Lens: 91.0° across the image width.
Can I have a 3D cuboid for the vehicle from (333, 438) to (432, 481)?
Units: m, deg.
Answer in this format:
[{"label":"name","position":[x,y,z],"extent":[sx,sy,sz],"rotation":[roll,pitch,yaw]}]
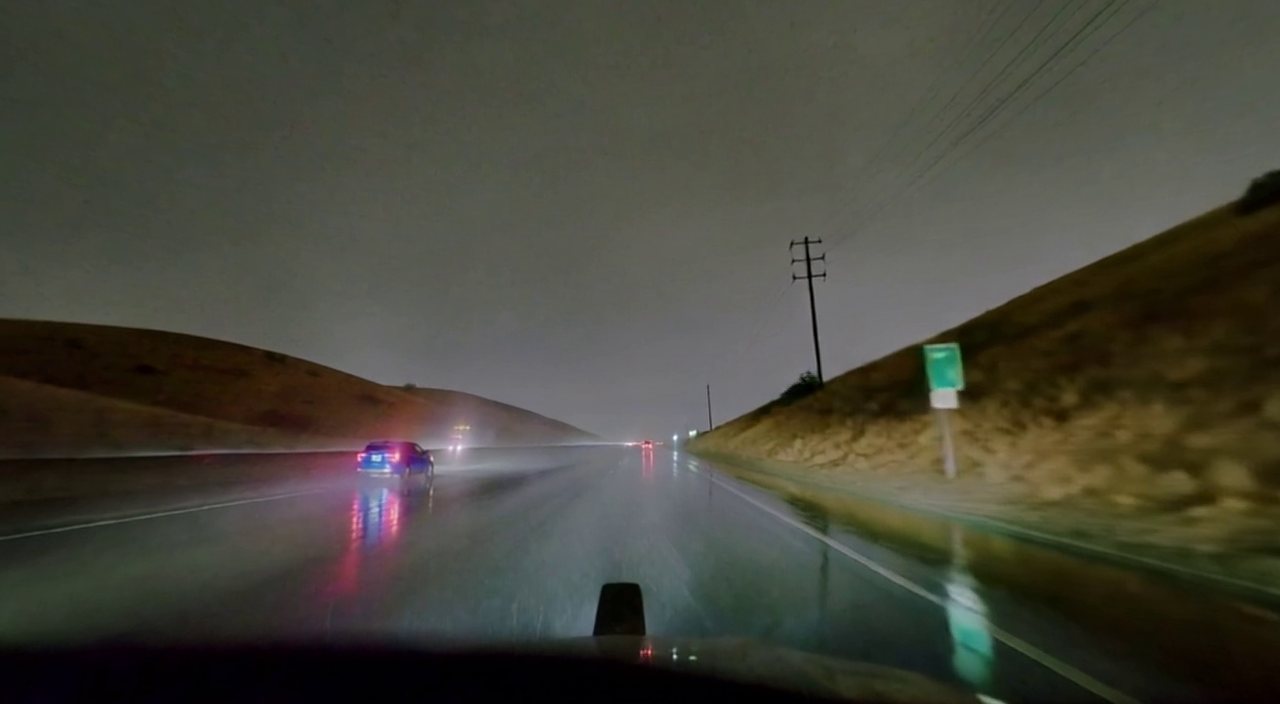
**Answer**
[{"label":"vehicle","position":[-10.351,4.359,25.762],"extent":[1.971,1.558,4.847],"rotation":[0,-8,0]}]
